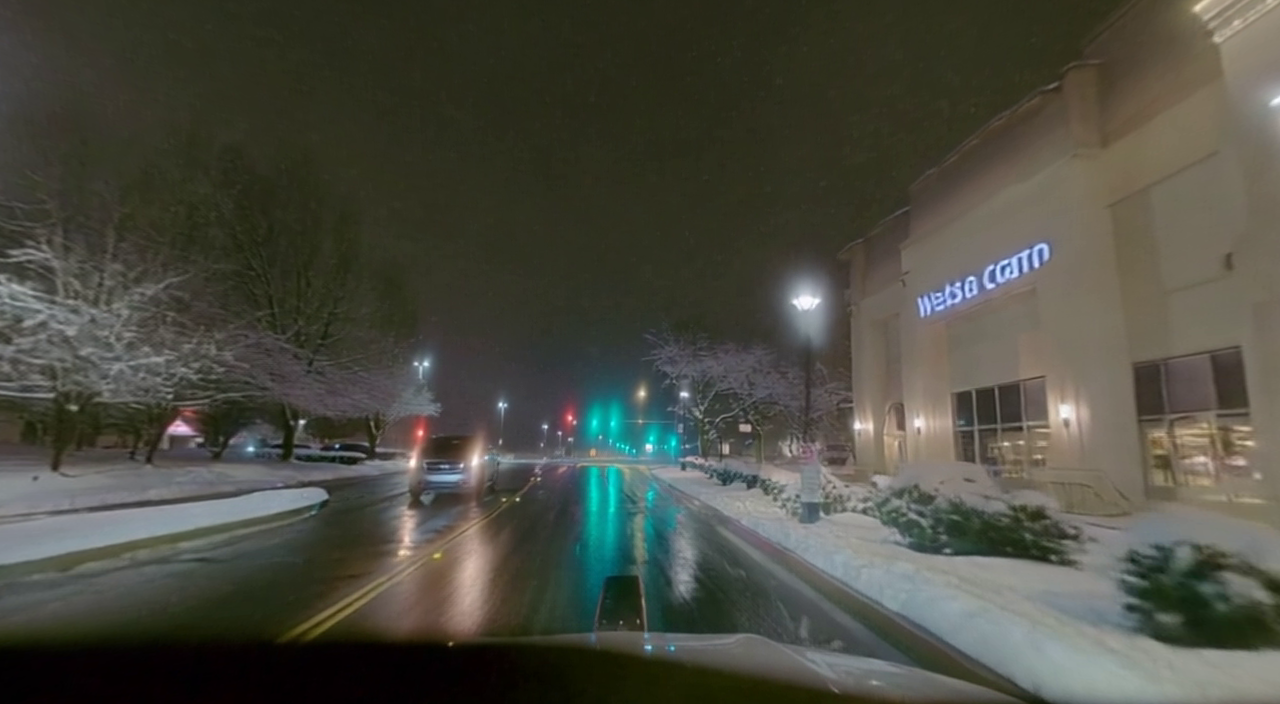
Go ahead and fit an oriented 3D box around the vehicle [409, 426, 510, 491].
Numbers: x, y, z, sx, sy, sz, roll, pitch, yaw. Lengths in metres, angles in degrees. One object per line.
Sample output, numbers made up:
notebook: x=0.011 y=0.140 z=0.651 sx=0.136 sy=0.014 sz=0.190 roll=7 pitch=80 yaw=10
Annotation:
vehicle: x=-5.528 y=3.329 z=20.047 sx=2.180 sy=1.806 sz=4.541 roll=1 pitch=-8 yaw=-5
